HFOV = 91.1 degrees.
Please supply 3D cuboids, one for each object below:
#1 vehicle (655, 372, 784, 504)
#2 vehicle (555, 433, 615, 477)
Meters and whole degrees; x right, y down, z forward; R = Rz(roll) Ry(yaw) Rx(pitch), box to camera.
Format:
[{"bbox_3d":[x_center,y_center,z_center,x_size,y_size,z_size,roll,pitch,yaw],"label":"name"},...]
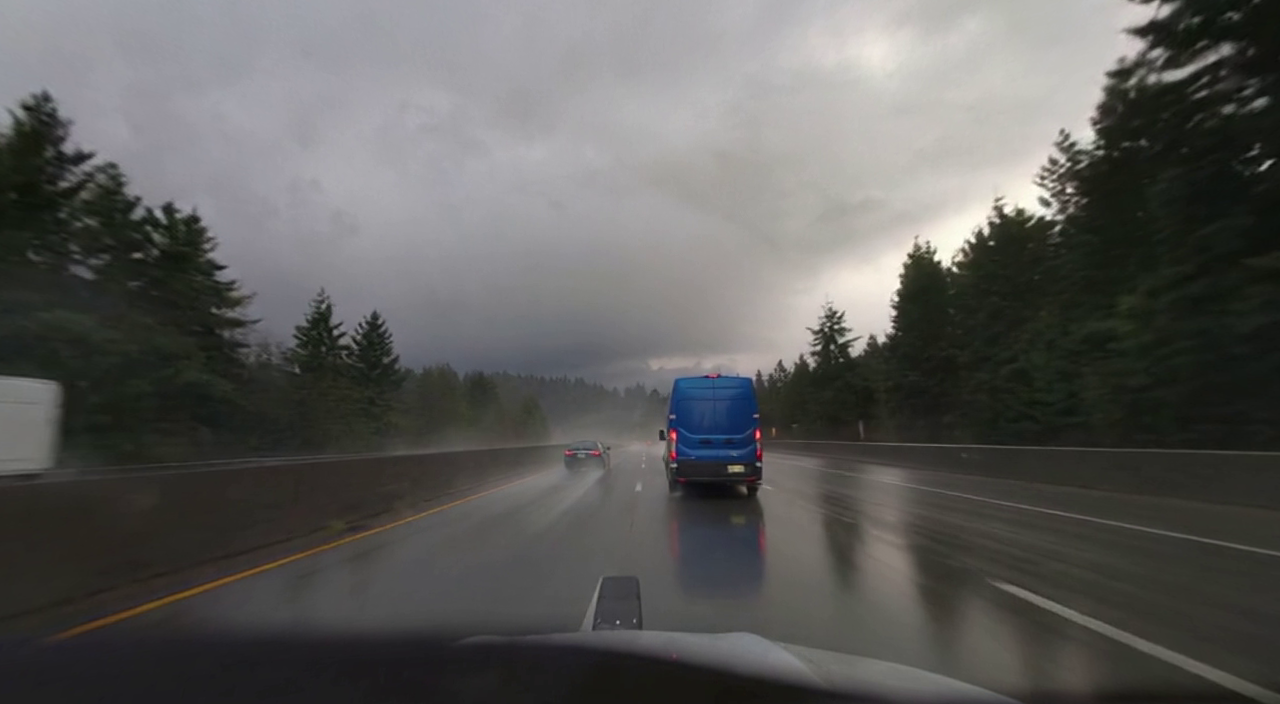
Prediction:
[{"bbox_3d":[1.660,2.177,16.095,2.416,2.595,7.243,0,-8,1],"label":"vehicle"},{"bbox_3d":[-2.052,3.955,24.528,1.900,1.524,4.324,0,-8,1],"label":"vehicle"}]
